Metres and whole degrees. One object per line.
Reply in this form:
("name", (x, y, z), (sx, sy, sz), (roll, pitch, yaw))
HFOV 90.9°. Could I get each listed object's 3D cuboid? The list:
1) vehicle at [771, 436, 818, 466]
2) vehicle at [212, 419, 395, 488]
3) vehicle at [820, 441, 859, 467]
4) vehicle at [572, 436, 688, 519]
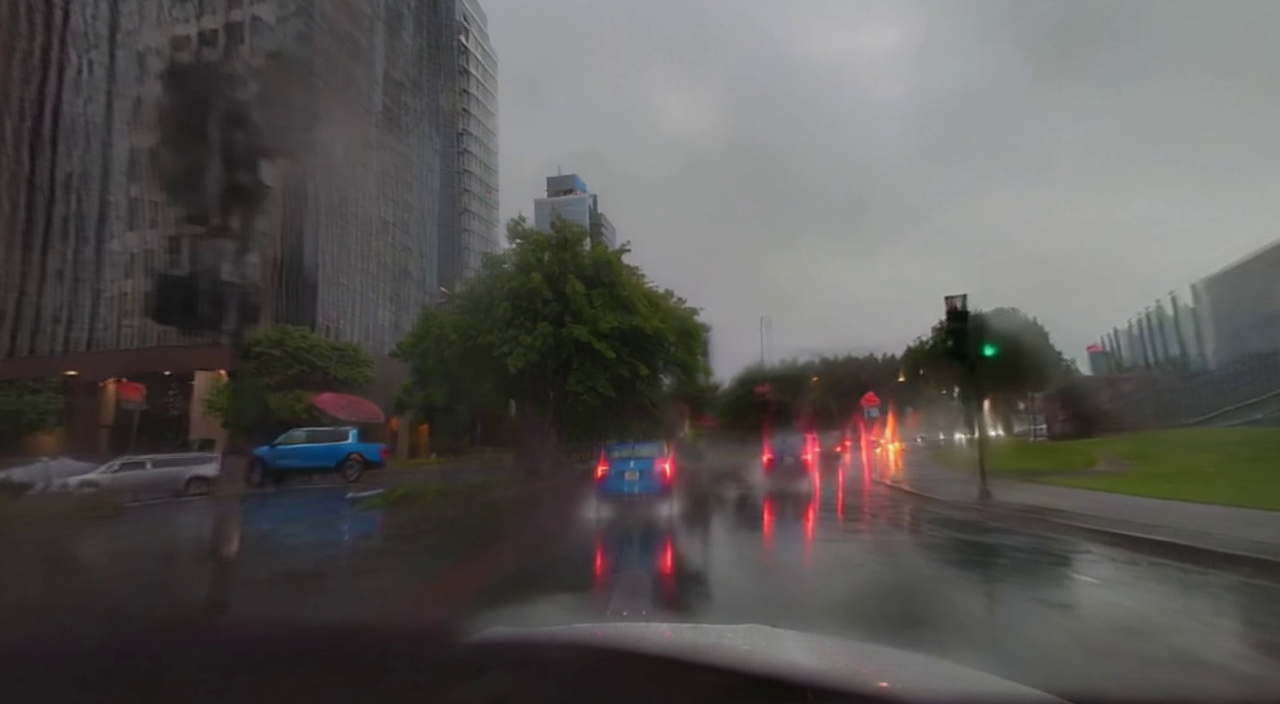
("vehicle", (10.136, 6.467, 41.159), (2.212, 1.790, 4.768), (-4, -10, 22))
("vehicle", (-15.225, 4.693, 29.256), (2.287, 2.780, 7.166), (-6, -10, 31))
("vehicle", (12.759, 6.476, 40.130), (1.822, 1.555, 3.574), (-5, -10, 25))
("vehicle", (-0.181, 2.601, 13.501), (2.118, 1.480, 3.949), (0, -9, 0))
